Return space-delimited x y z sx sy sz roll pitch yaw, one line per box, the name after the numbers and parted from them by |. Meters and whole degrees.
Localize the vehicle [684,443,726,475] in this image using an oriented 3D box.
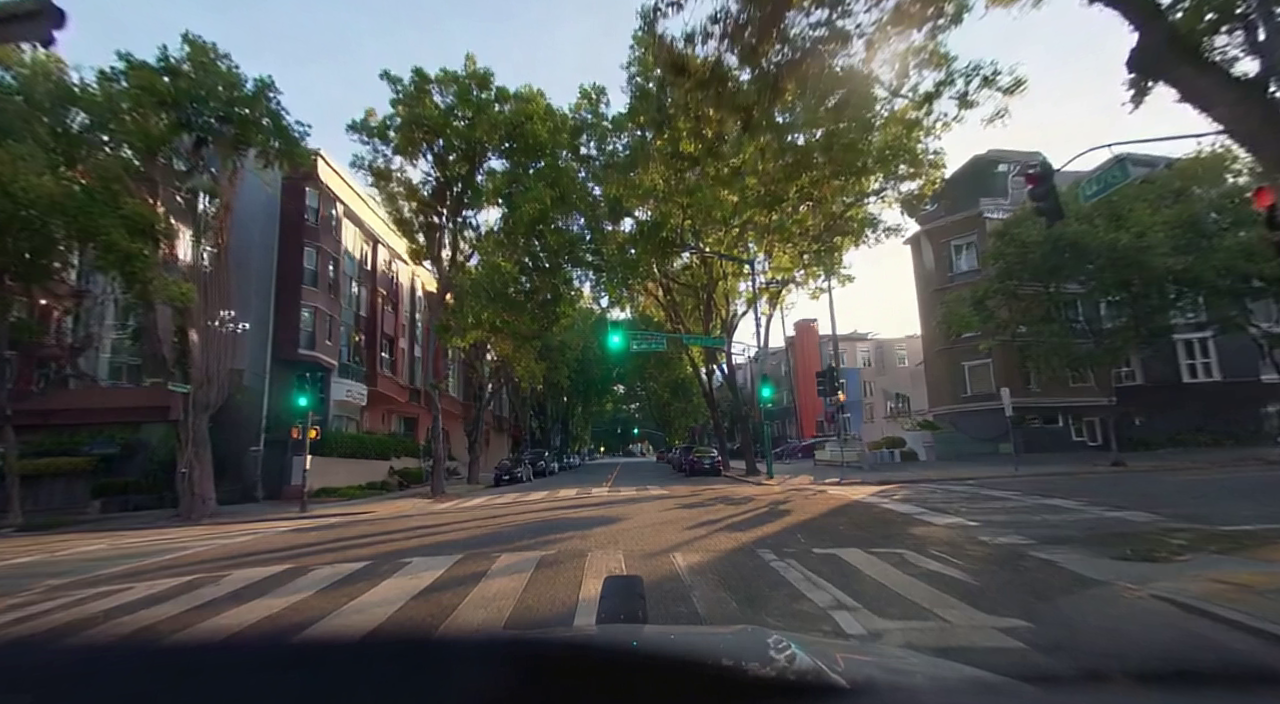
3.579 5.964 35.553 1.924 1.657 4.665 0 -8 0 | vehicle

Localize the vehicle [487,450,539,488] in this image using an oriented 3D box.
-6.701 6.184 33.746 1.763 1.612 4.462 -8 -8 -1 | vehicle

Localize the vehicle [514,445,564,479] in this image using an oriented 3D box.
-6.454 7.052 40.776 2.175 1.849 4.725 -4 -8 2 | vehicle
